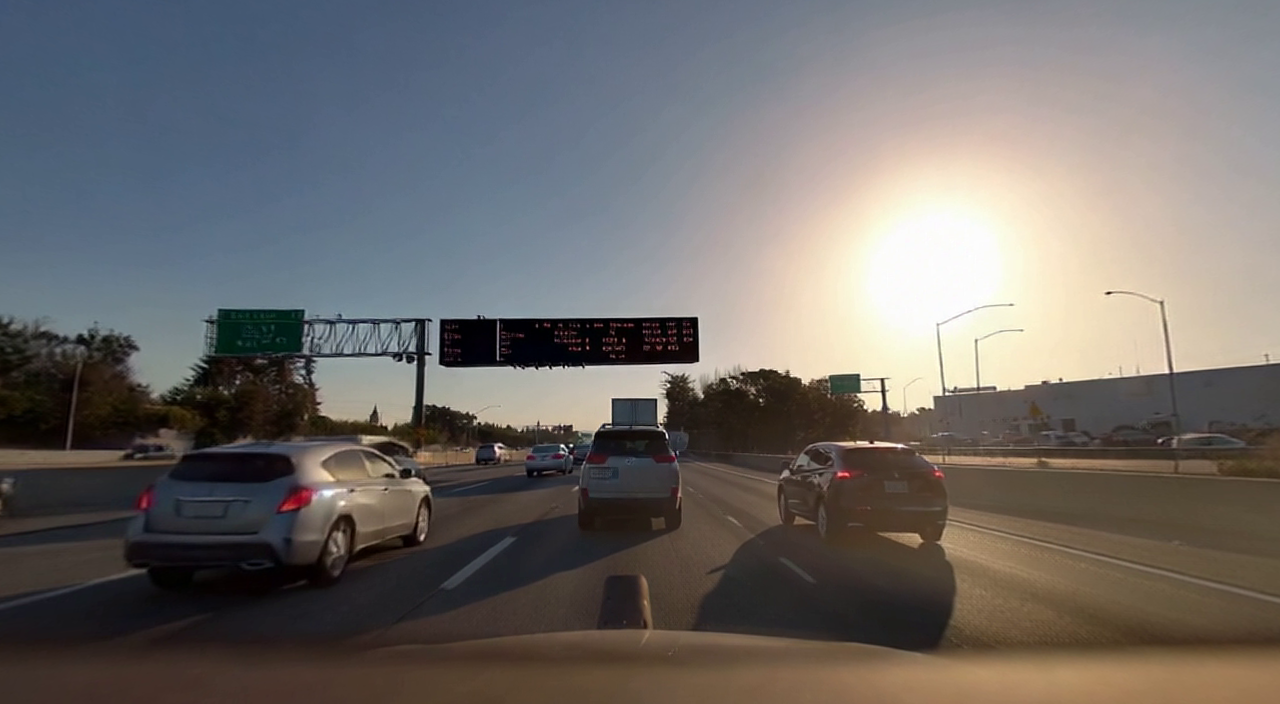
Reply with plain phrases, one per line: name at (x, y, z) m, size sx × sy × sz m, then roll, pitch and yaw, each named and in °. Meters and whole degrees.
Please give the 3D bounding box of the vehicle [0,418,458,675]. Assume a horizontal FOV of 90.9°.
vehicle at (-3.471, 1.463, 5.944) m, size 2.132 × 1.464 × 4.481 m, roll 0°, pitch -9°, yaw 1°

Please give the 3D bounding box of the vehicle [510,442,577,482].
vehicle at (-3.770, 4.369, 25.277) m, size 2.005 × 1.458 × 4.143 m, roll 0°, pitch -9°, yaw 0°

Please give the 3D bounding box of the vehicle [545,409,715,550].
vehicle at (-0.142, 1.919, 10.077) m, size 2.152 × 1.779 × 3.924 m, roll 0°, pitch -9°, yaw 0°

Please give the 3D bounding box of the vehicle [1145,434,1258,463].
vehicle at (31.842, 5.513, 35.940) m, size 1.805 × 1.536 × 4.325 m, roll 3°, pitch -9°, yaw -18°

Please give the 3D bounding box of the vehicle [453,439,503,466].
vehicle at (-10.912, 6.827, 42.840) m, size 2.129 × 1.720 × 4.547 m, roll 0°, pitch -9°, yaw 1°

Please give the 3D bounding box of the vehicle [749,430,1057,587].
vehicle at (2.916, 1.838, 8.330) m, size 2.018 × 1.470 × 4.491 m, roll 0°, pitch -9°, yaw -2°
